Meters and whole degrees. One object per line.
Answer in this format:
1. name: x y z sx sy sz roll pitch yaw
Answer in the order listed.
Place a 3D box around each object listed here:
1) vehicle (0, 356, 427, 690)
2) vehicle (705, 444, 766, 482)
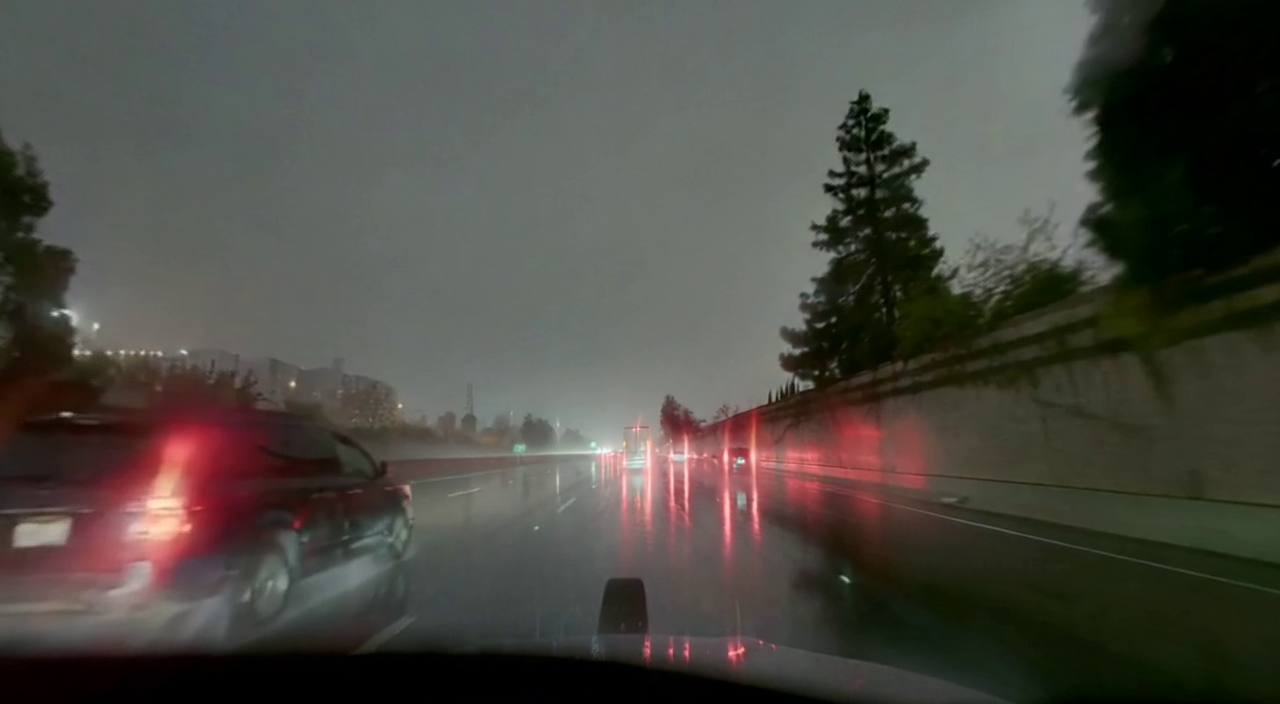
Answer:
1. vehicle: -3.730 1.262 5.688 2.014 1.811 4.369 0 -9 1
2. vehicle: 4.178 4.936 28.312 1.973 1.536 4.337 0 -9 -1
